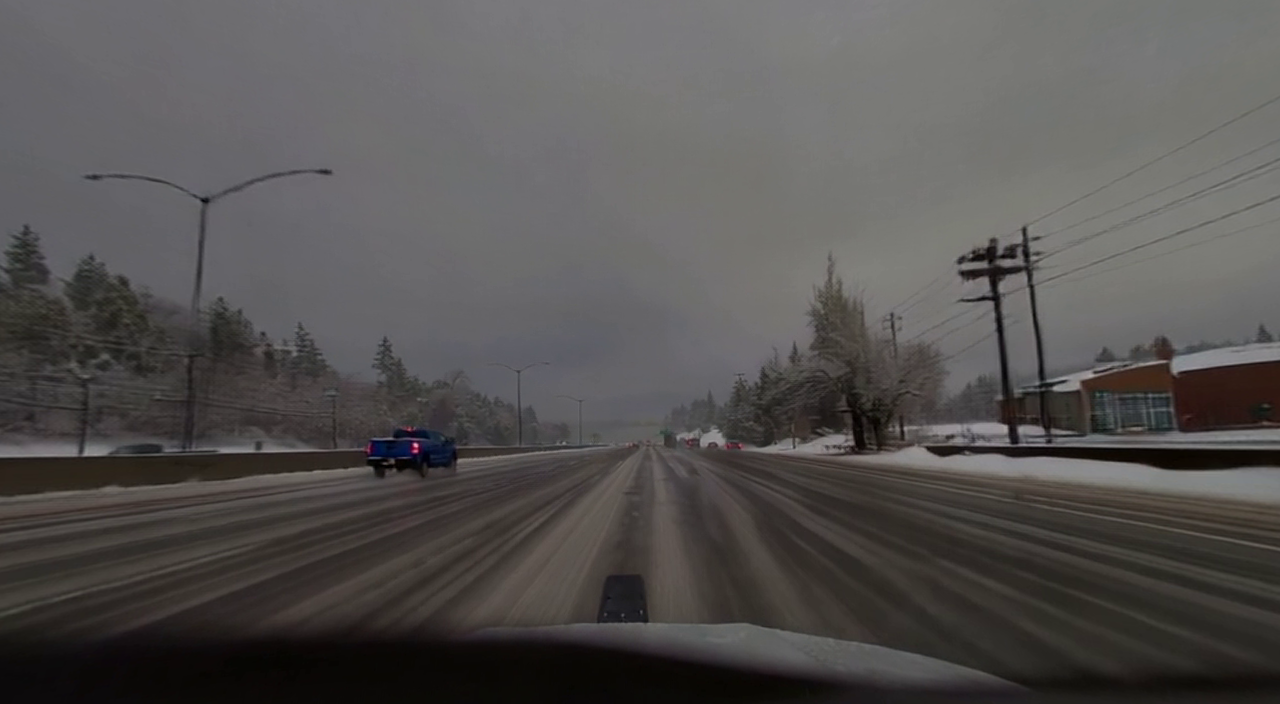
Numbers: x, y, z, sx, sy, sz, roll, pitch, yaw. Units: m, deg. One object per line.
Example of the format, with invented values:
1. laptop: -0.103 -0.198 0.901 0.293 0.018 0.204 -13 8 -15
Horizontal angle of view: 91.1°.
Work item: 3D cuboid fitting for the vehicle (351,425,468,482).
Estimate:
1. vehicle: -9.793 4.373 27.412 2.667 2.213 6.081 0 -8 1
